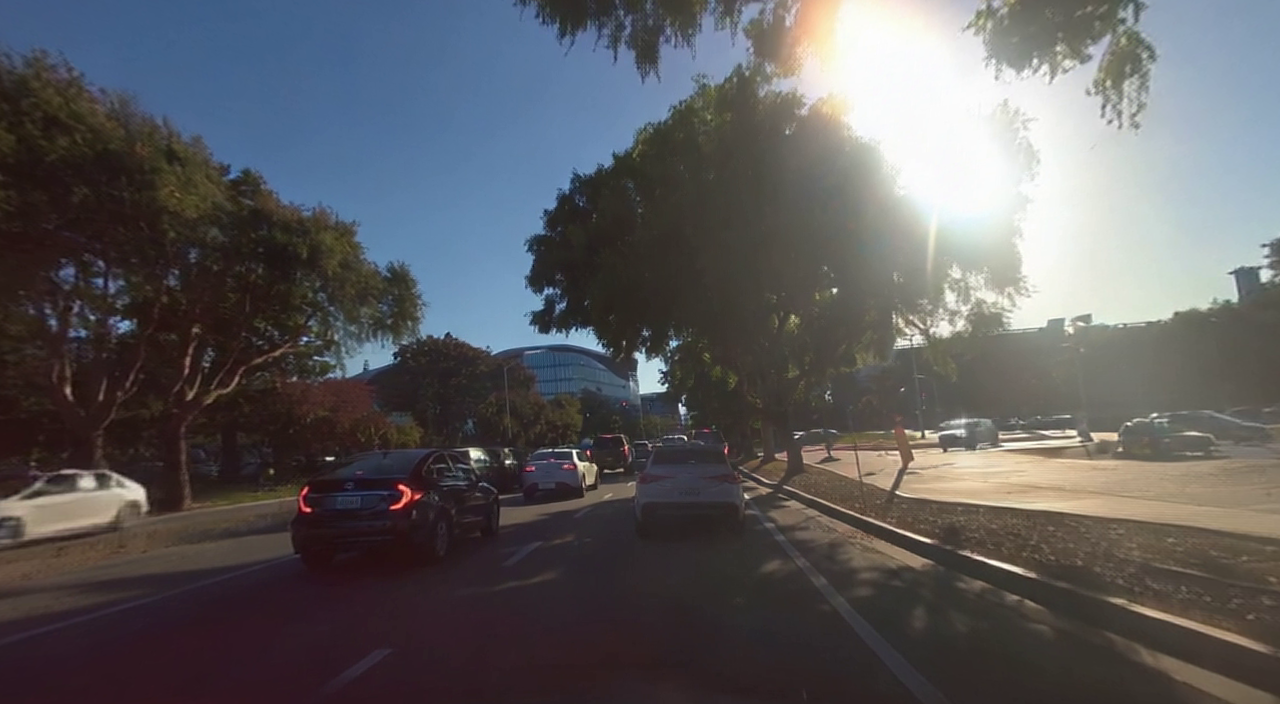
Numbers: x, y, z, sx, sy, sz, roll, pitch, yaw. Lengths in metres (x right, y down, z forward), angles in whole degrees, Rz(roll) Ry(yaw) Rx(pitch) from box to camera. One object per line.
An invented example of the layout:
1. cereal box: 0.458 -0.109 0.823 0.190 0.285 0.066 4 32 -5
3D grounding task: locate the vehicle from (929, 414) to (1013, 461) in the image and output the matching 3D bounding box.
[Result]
1. vehicle: 14.895 3.926 28.662 2.288 1.933 4.612 -2 -9 14

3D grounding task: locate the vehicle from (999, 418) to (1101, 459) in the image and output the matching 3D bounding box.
1. vehicle: 18.157 3.897 28.137 1.803 1.518 3.893 -6 -9 0

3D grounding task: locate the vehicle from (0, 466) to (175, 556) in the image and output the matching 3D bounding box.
1. vehicle: -12.347 3.158 12.933 1.911 1.494 4.471 -1 -9 4

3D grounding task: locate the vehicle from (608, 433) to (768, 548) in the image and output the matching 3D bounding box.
1. vehicle: 0.734 2.187 10.630 2.142 1.528 4.133 0 -9 3

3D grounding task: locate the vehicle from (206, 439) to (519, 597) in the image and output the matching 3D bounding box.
1. vehicle: -3.134 1.936 8.308 1.940 1.502 4.241 -1 -9 4

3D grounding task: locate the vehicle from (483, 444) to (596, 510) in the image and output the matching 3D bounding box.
1. vehicle: -2.464 3.205 16.608 1.870 1.490 4.187 -1 -9 6
